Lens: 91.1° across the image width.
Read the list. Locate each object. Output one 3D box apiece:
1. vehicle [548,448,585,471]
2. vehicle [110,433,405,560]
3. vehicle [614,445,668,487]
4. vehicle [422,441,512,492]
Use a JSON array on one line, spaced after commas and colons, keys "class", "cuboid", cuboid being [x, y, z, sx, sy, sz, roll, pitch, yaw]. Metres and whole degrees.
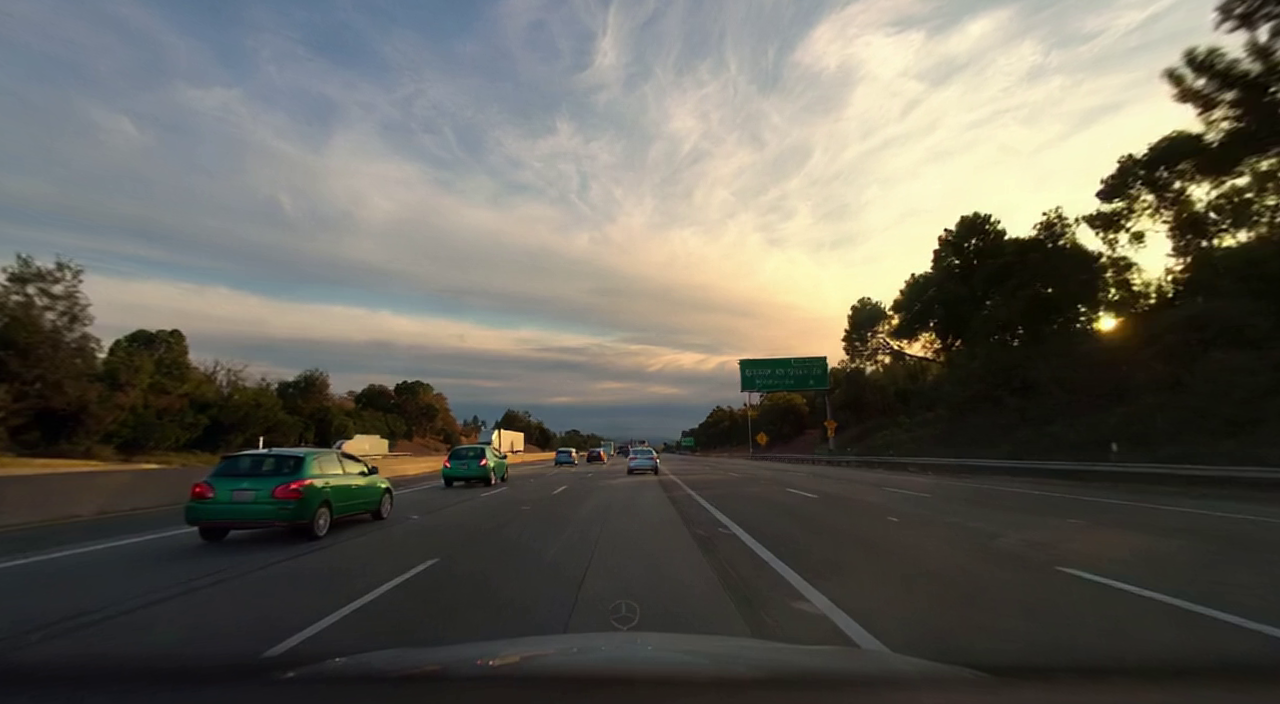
[{"class": "vehicle", "cuboid": [-4.949, 7.280, 42.818, 1.892, 1.481, 4.180, 0, -9, 1]}, {"class": "vehicle", "cuboid": [-5.473, 2.095, 9.809, 2.043, 1.534, 4.032, 0, -9, 0]}, {"class": "vehicle", "cuboid": [0.002, 4.346, 24.231, 1.940, 1.451, 3.512, 0, -9, -1]}, {"class": "vehicle", "cuboid": [-6.023, 4.027, 22.443, 2.058, 1.626, 4.118, 0, -9, -1]}]
